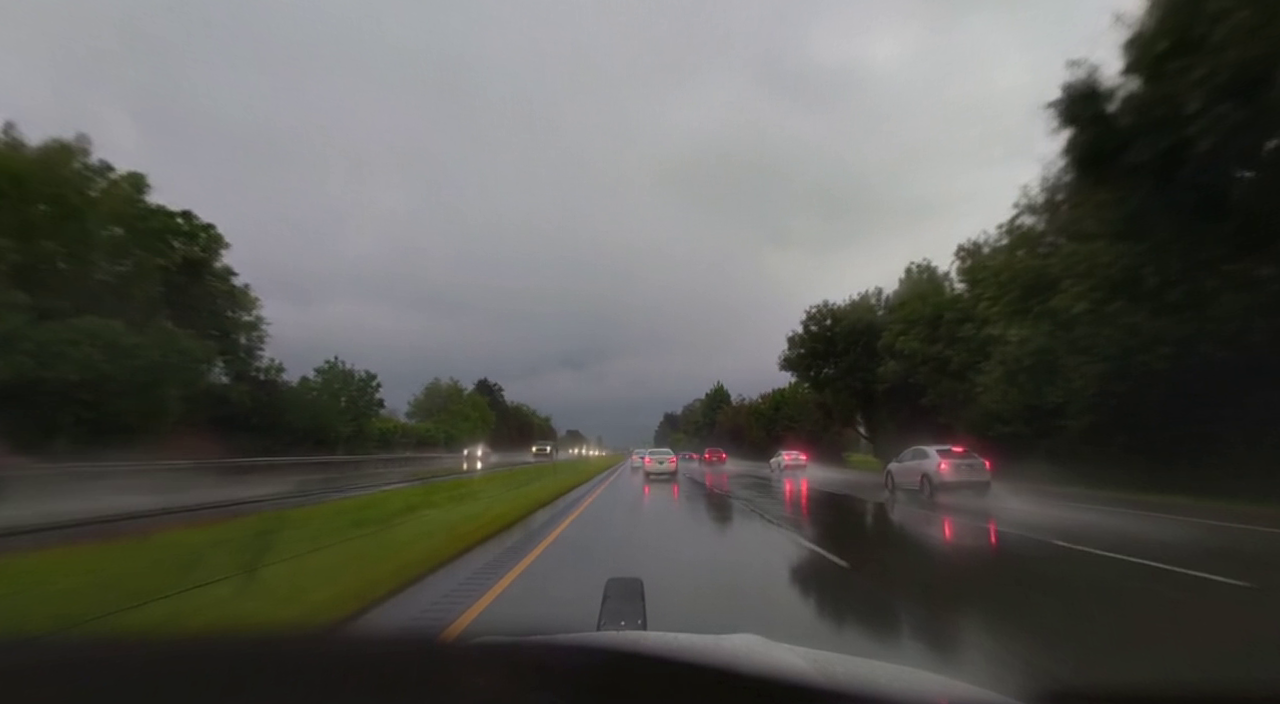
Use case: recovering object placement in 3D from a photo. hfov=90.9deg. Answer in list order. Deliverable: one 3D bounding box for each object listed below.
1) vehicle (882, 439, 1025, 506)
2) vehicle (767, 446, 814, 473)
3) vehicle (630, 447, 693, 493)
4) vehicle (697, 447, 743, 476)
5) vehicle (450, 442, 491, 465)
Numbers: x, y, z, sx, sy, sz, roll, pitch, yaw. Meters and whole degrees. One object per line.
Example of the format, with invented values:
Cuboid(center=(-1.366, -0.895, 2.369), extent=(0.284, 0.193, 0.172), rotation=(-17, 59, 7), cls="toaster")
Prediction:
Cuboid(center=(8.146, 3.150, 16.810), extent=(1.847, 1.554, 3.752), rotation=(0, -9, 0), cls="vehicle")
Cuboid(center=(9.245, 6.641, 39.069), extent=(1.957, 1.594, 3.632), rotation=(0, -9, 0), cls="vehicle")
Cuboid(center=(0.686, 4.054, 21.963), extent=(2.020, 1.426, 3.702), rotation=(0, -9, 0), cls="vehicle")
Cuboid(center=(4.433, 6.101, 35.367), extent=(1.981, 1.518, 4.029), rotation=(0, -9, -1), cls="vehicle")
Cuboid(center=(-12.459, 7.514, 46.567), extent=(1.835, 1.583, 4.021), rotation=(0, -9, 0), cls="vehicle")
